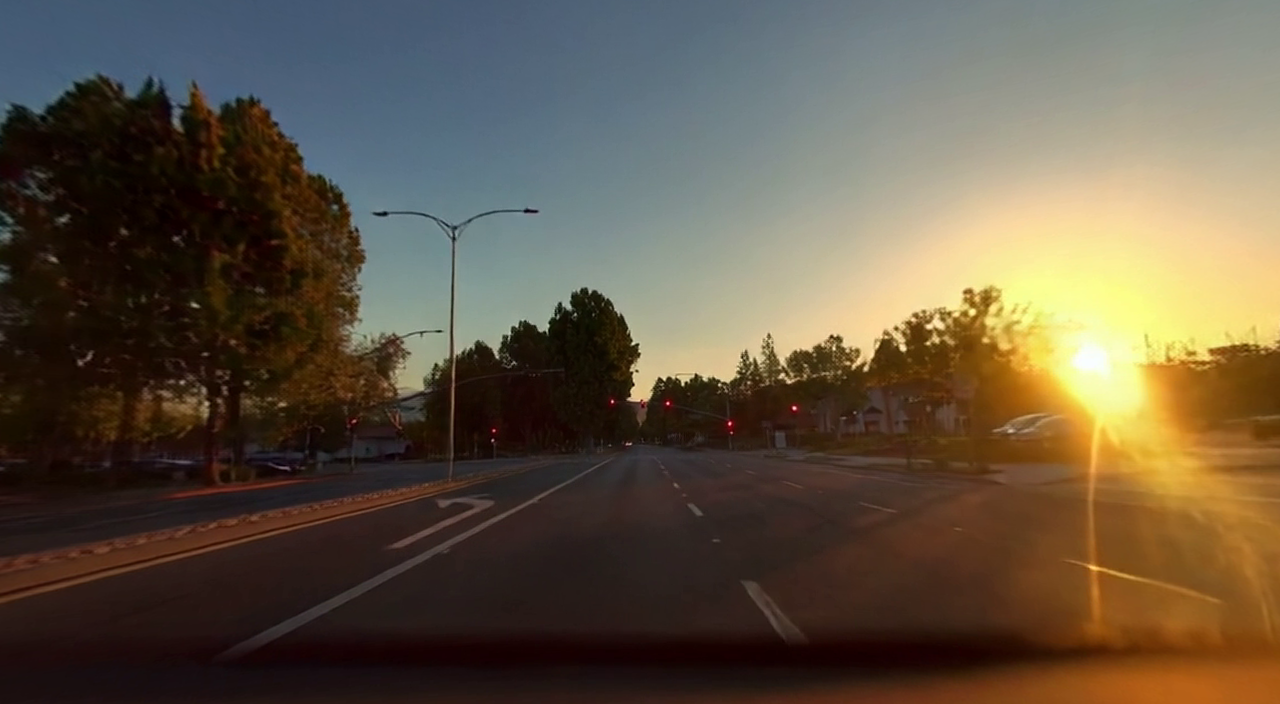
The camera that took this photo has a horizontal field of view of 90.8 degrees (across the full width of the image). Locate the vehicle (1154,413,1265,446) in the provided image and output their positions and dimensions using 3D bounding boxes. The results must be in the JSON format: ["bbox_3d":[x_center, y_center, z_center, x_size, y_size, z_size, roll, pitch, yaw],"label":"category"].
[{"bbox_3d":[33.018,4.576,36.870,1.990,1.708,4.629,-1,-9,-3],"label":"vehicle"}]

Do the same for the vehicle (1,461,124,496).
[{"bbox_3d":[-29.979,6.568,32.907,4.396,1.633,2.000,0,-8,0],"label":"vehicle"}]

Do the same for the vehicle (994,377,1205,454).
[{"bbox_3d":[20.724,2.953,28.857,7.304,3.335,2.869,0,-8,-2],"label":"vehicle"}]
